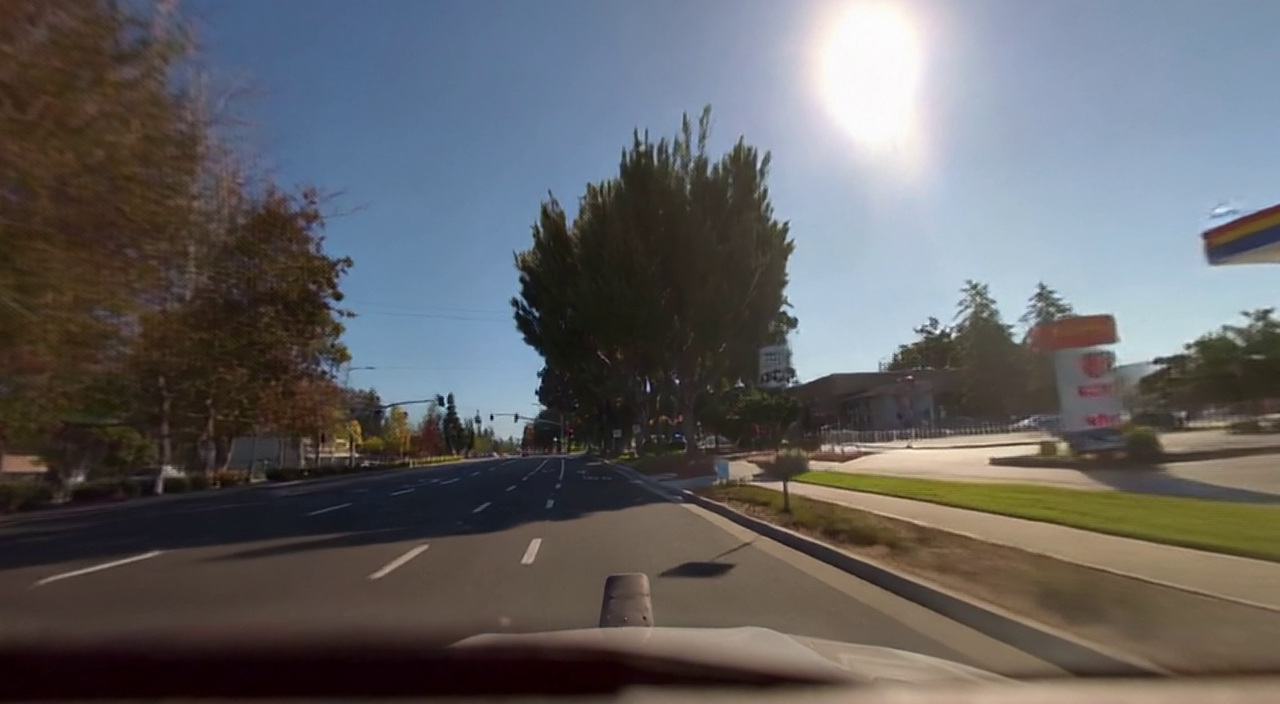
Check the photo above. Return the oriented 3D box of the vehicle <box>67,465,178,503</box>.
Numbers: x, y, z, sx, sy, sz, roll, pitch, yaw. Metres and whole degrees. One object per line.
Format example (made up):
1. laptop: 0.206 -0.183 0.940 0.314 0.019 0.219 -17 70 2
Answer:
1. vehicle: -24.299 6.177 29.854 1.794 1.468 4.388 1 -8 -5
